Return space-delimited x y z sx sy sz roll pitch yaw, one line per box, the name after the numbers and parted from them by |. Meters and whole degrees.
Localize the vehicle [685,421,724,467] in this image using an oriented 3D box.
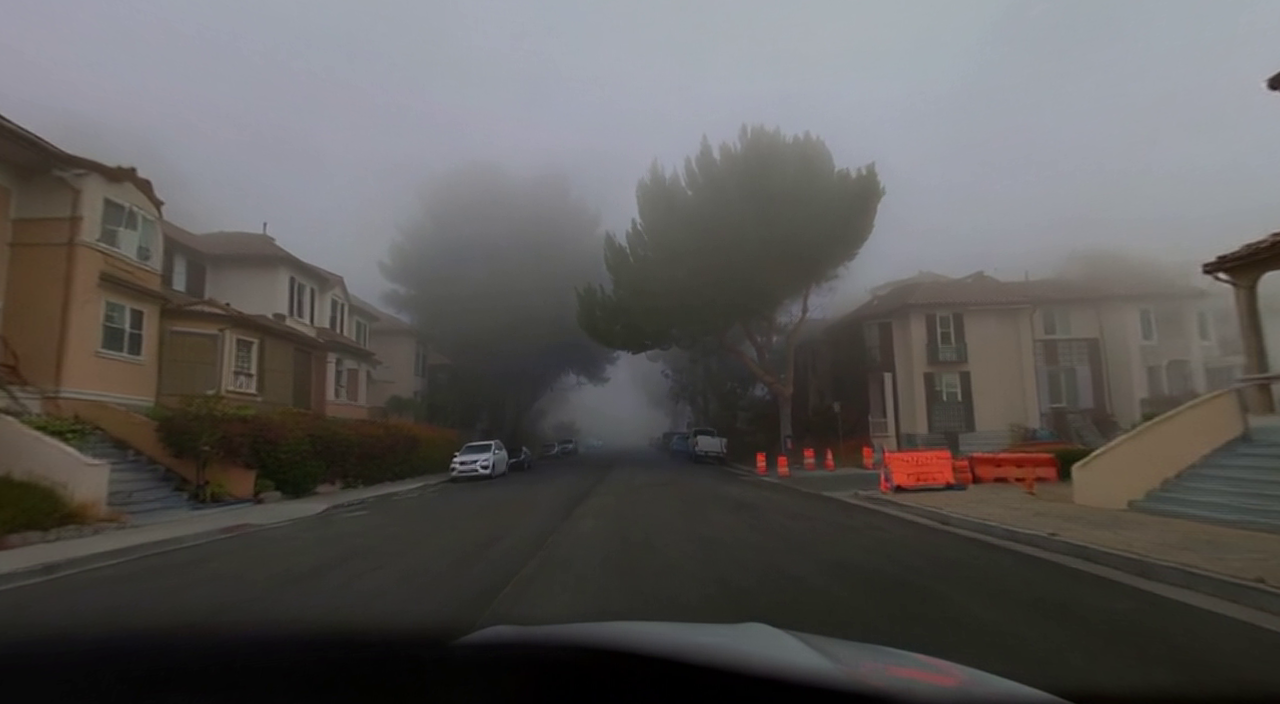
3.793 5.480 37.688 2.082 2.534 3.248 -2 -8 3 | vehicle

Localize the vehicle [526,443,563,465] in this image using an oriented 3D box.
-6.942 7.443 46.248 1.974 1.479 4.607 0 -8 0 | vehicle

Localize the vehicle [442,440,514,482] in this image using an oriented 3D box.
-6.801 4.583 26.892 1.957 1.608 4.476 0 -8 -1 | vehicle
